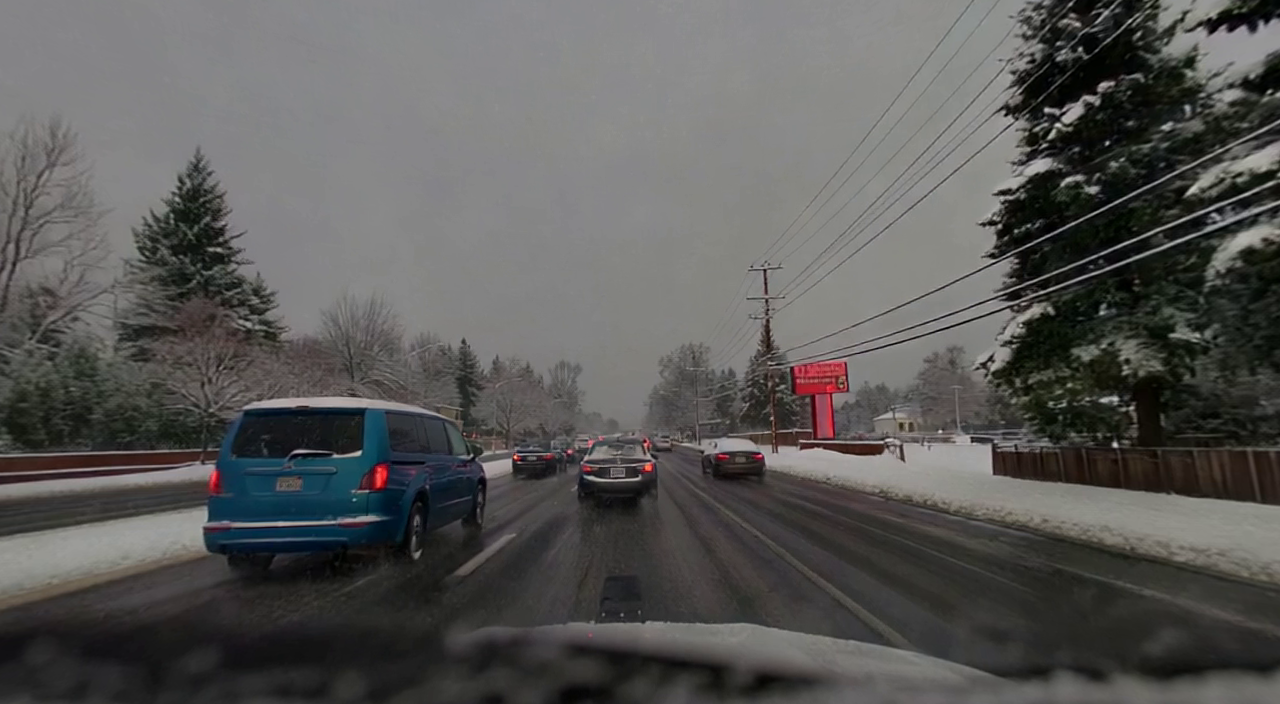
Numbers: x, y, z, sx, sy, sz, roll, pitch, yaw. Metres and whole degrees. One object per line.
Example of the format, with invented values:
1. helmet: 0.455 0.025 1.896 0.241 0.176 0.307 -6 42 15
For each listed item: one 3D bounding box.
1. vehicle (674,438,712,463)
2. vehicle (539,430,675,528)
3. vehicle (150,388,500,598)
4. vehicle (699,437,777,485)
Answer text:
1. vehicle: 3.230 6.152 39.514 1.841 1.456 4.237 0 -9 -2
2. vehicle: -0.559 2.262 11.767 2.097 1.511 3.809 0 -9 -1
3. vehicle: -3.309 1.595 8.030 2.092 1.839 4.736 0 -9 -2
4. vehicle: 3.273 3.750 22.008 1.878 1.479 4.461 0 -9 -1
